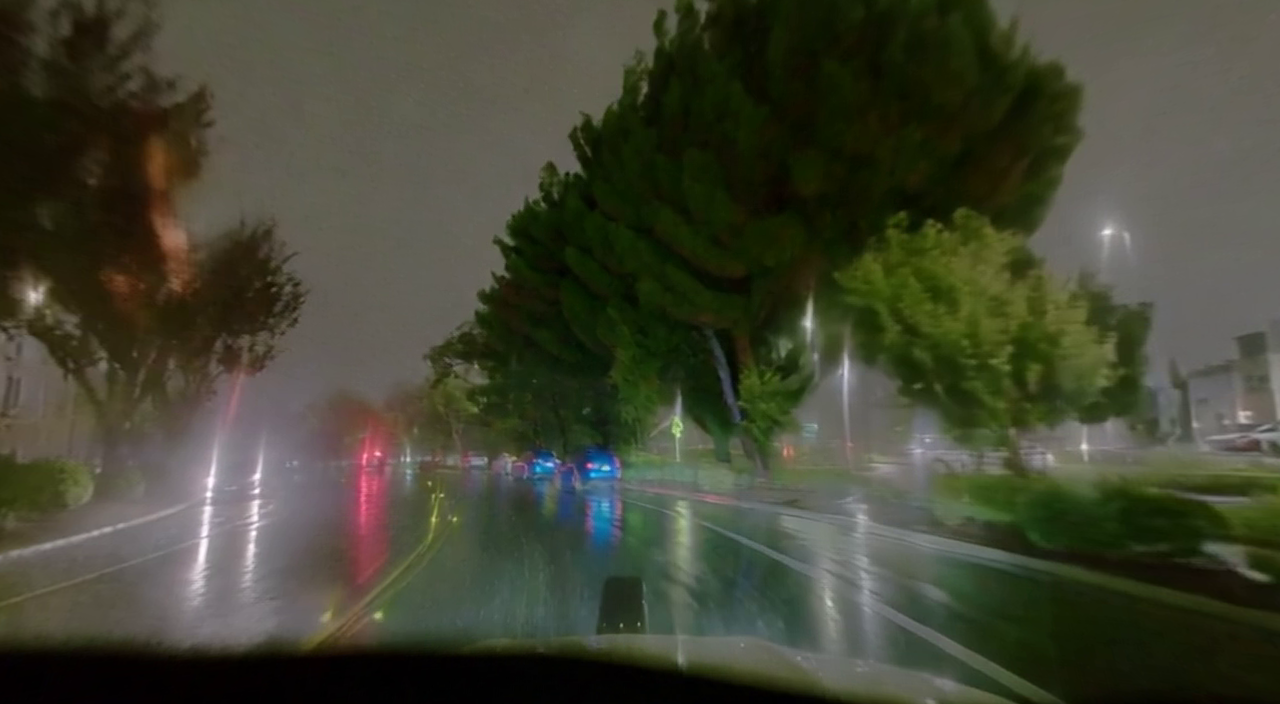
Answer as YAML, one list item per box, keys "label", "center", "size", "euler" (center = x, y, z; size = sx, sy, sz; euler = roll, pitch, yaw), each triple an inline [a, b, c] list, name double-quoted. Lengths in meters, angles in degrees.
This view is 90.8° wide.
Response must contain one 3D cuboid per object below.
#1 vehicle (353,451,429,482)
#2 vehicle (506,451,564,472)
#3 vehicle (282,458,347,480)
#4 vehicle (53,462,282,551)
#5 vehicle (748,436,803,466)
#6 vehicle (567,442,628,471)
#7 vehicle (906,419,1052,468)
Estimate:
- label: "vehicle"
  center: [-16.489, 7.505, 41.726]
  size: [5.202, 1.817, 2.042]
  euler: [-5, -9, 36]
- label: "vehicle"
  center: [-7.947, 8.333, 48.153]
  size: [2.036, 1.517, 4.225]
  euler: [-6, -10, 30]
- label: "vehicle"
  center: [-24.544, 8.779, 47.636]
  size: [4.611, 1.519, 2.053]
  euler: [-5, -10, 28]
- label: "vehicle"
  center: [-11.405, 3.683, 16.185]
  size: [2.772, 1.161, 7.241]
  euler: [0, -6, -21]
- label: "vehicle"
  center: [8.407, 6.046, 38.900]
  size: [1.900, 1.711, 4.666]
  euler: [-5, -10, 30]
- label: "vehicle"
  center: [-3.010, 7.518, 45.738]
  size: [2.229, 1.723, 4.372]
  euler: [-4, -6, 32]
- label: "vehicle"
  center: [12.063, 3.308, 22.681]
  size: [4.308, 1.433, 1.871]
  euler: [-7, -7, 28]
